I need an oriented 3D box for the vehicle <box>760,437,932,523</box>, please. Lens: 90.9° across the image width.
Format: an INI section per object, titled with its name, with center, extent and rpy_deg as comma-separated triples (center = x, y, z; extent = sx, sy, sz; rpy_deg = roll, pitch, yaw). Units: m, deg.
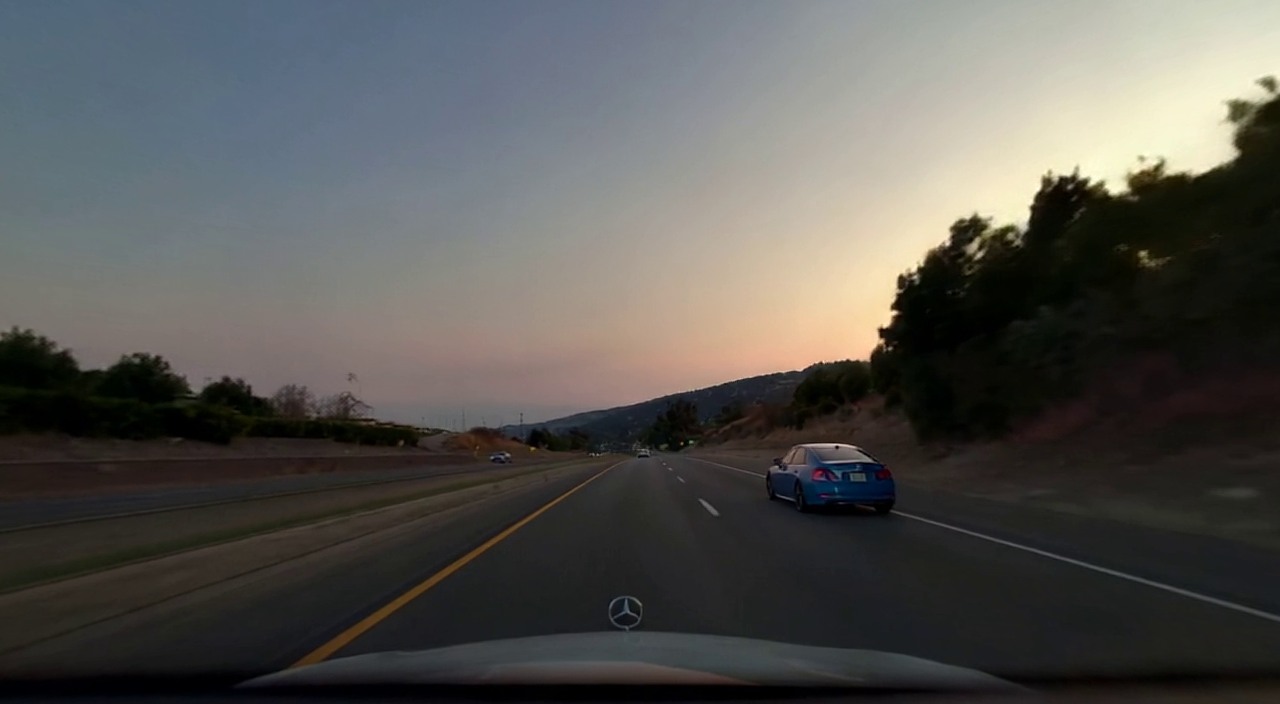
[vehicle]
center = 4.116, 2.631, 13.629
extent = 2.053, 1.490, 4.799
rpy_deg = 0, -8, 0
